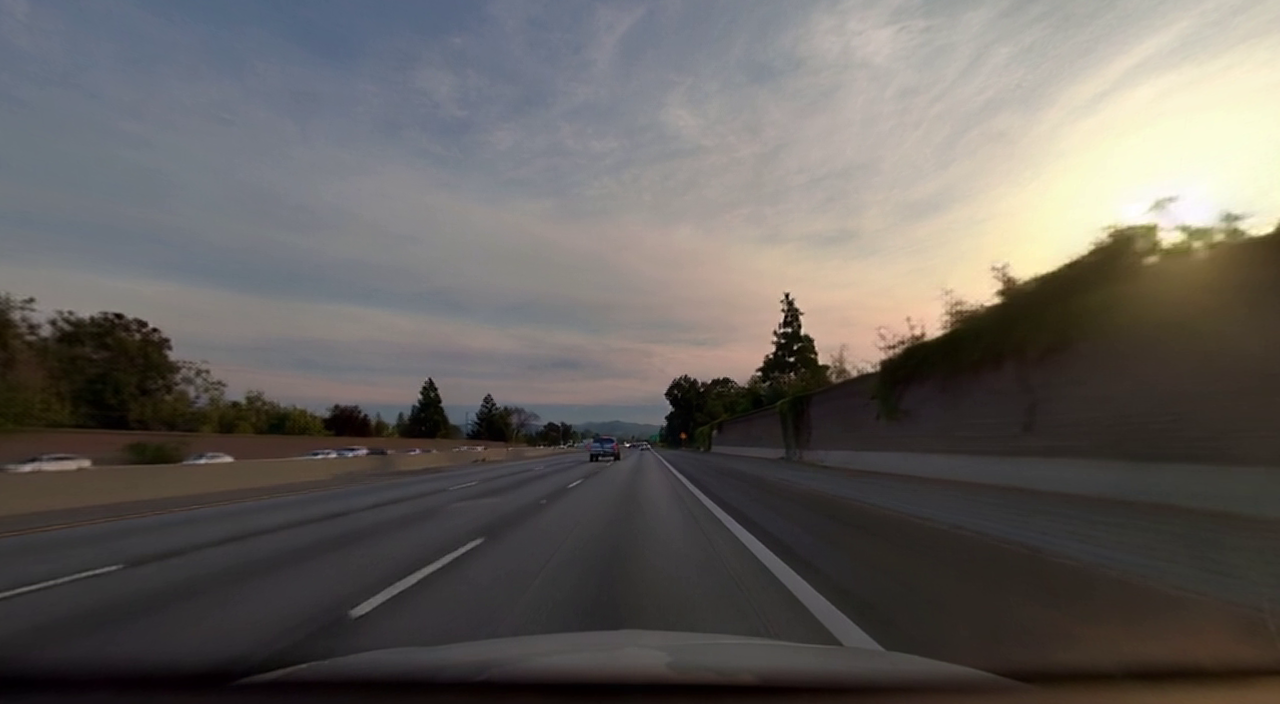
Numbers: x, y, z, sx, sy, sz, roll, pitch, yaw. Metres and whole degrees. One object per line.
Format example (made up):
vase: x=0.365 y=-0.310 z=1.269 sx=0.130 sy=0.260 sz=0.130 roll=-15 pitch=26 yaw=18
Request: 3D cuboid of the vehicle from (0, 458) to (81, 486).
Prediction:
vehicle: x=-36.842 y=7.216 z=38.049 sx=1.870 sy=1.489 sz=4.644 roll=0 pitch=-8 yaw=1

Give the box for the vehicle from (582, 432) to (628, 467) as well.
vehicle: x=-2.256 y=6.584 z=42.836 sx=2.604 sy=2.170 sz=6.271 roll=-1 pitch=-8 yaw=2

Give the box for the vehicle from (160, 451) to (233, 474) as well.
vehicle: x=-32.648 y=8.123 z=46.529 sx=1.944 sy=1.542 sz=4.649 roll=0 pitch=-8 yaw=1
